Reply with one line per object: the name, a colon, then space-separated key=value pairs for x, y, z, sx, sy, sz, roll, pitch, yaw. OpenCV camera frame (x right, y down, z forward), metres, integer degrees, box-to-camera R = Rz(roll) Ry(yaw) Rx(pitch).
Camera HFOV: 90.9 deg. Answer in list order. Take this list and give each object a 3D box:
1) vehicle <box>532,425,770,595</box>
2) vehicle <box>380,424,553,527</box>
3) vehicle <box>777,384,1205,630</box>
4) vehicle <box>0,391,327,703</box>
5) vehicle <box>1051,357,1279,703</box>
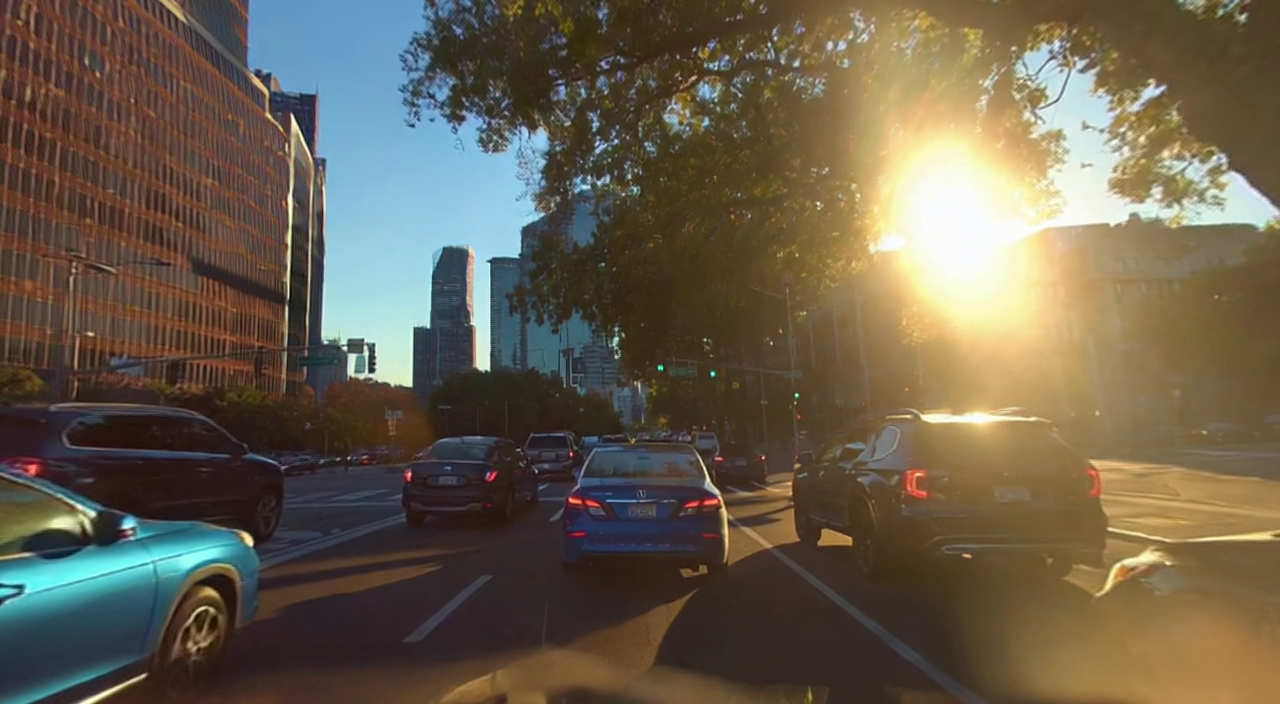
vehicle: x=0.088 y=1.730 z=7.750 sx=2.147 sy=1.507 sz=3.953 roll=0 pitch=-8 yaw=0
vehicle: x=-3.285 y=2.454 z=13.099 sx=2.168 sy=1.719 sz=4.561 roll=-1 pitch=-9 yaw=2
vehicle: x=3.052 y=1.456 z=6.864 sx=2.108 sy=1.785 sz=4.334 roll=0 pitch=-9 yaw=0
vehicle: x=-3.355 y=0.884 z=2.108 sx=2.144 sy=1.505 sz=4.635 roll=-1 pitch=-9 yaw=1
vehicle: x=2.865 y=0.586 z=0.438 sx=2.051 sy=1.548 sz=4.532 roll=0 pitch=-9 yaw=0
